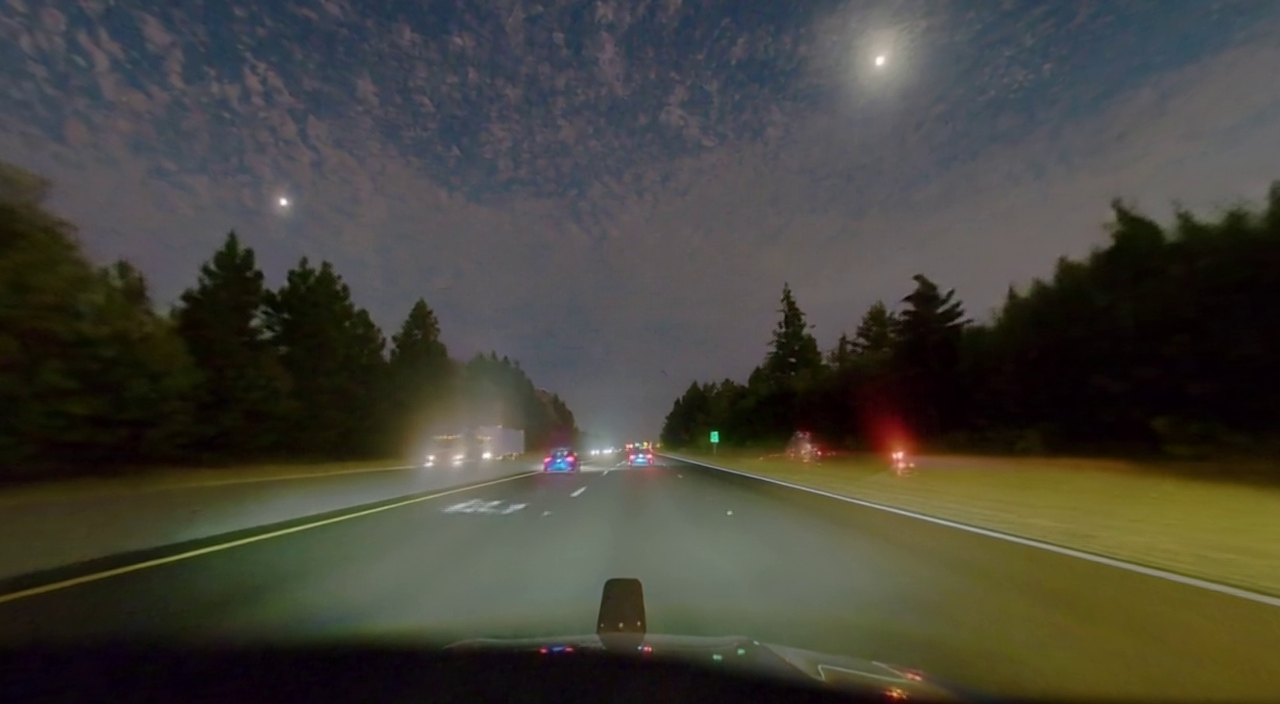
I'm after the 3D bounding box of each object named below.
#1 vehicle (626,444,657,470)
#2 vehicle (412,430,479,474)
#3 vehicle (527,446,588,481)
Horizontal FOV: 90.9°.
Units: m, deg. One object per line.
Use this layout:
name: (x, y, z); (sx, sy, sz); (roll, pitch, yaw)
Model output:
vehicle: (0.088, 6.969, 41.976); (2.011, 1.590, 3.607); (0, -9, 0)
vehicle: (-13.372, 6.938, 43.927); (2.485, 2.795, 6.720); (0, -9, 0)
vehicle: (-3.711, 5.123, 29.376); (2.157, 1.483, 4.601); (0, -9, 1)
